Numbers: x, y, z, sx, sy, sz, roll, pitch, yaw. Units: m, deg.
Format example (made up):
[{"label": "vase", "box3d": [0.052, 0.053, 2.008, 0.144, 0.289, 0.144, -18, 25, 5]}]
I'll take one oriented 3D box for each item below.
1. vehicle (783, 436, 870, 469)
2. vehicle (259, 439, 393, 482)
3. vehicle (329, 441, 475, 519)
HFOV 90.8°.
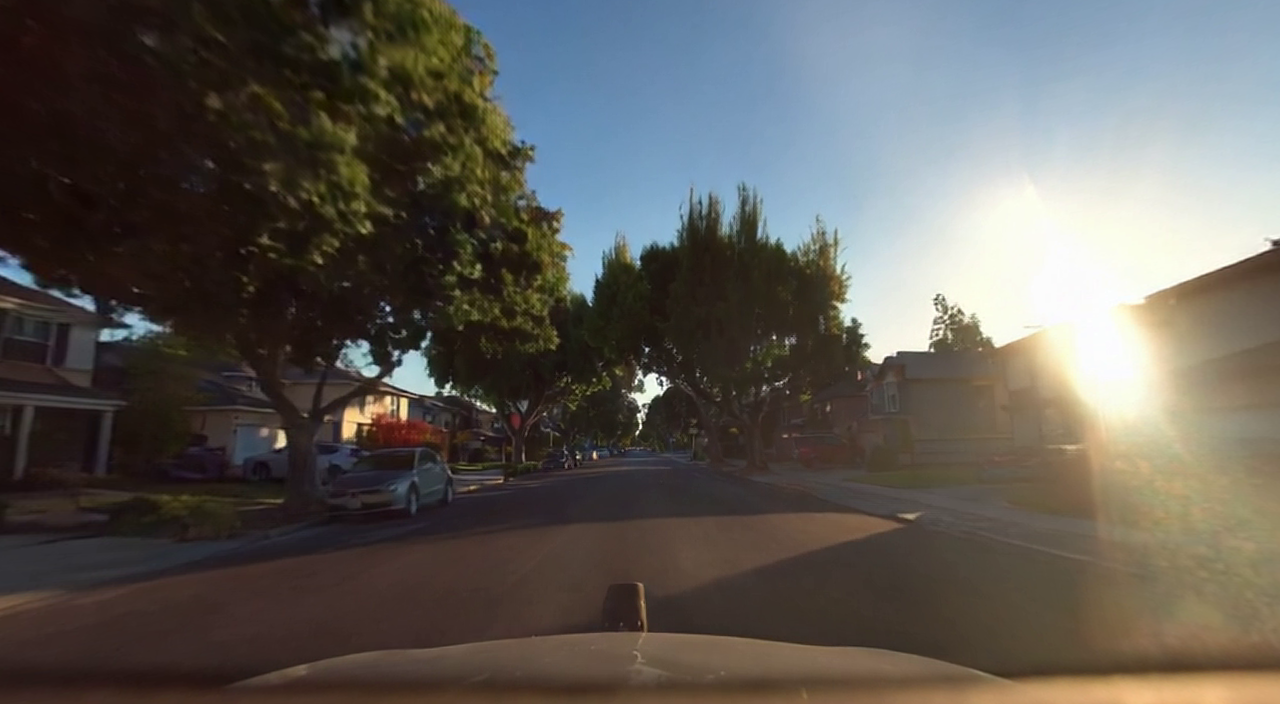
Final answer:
[{"label": "vehicle", "box3d": [11.326, 6.136, 38.610, 4.626, 1.880, 1.980, 1, -9, -9]}, {"label": "vehicle", "box3d": [-12.148, 4.217, 24.631, 4.135, 1.567, 1.944, 0, -9, 2]}, {"label": "vehicle", "box3d": [-5.656, 3.078, 15.691, 1.944, 1.621, 4.187, -1, -9, 1]}]
